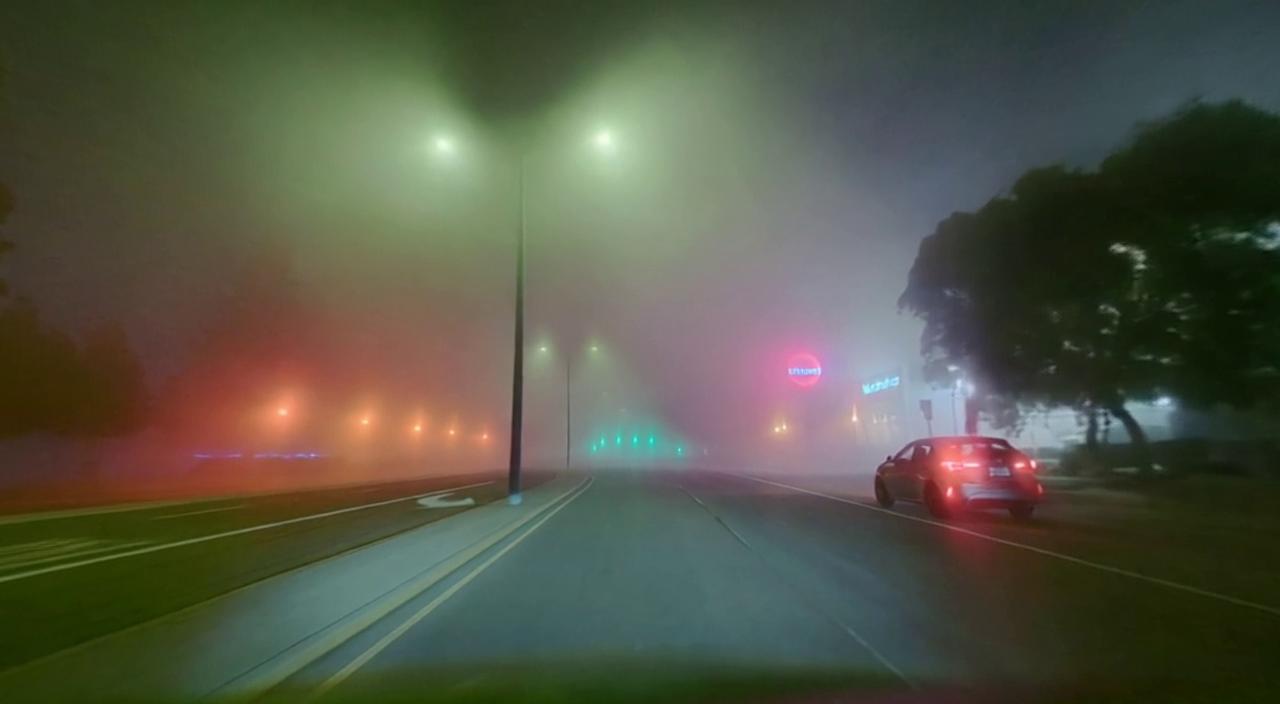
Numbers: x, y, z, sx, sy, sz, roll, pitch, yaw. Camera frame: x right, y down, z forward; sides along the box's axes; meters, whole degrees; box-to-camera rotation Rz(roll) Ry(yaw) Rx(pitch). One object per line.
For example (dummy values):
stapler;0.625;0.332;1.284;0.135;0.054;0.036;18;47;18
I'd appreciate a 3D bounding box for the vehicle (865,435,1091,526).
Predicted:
vehicle;6.537;2.516;13.014;1.913;1.504;4.738;0;-9;-2

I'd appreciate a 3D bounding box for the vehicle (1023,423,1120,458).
vehicle;23.079;4.821;34.082;2.066;1.716;4.943;-1;-10;5

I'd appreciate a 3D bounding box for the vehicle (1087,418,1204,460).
vehicle;25.623;4.474;32.305;2.212;1.948;4.904;-1;-8;5
